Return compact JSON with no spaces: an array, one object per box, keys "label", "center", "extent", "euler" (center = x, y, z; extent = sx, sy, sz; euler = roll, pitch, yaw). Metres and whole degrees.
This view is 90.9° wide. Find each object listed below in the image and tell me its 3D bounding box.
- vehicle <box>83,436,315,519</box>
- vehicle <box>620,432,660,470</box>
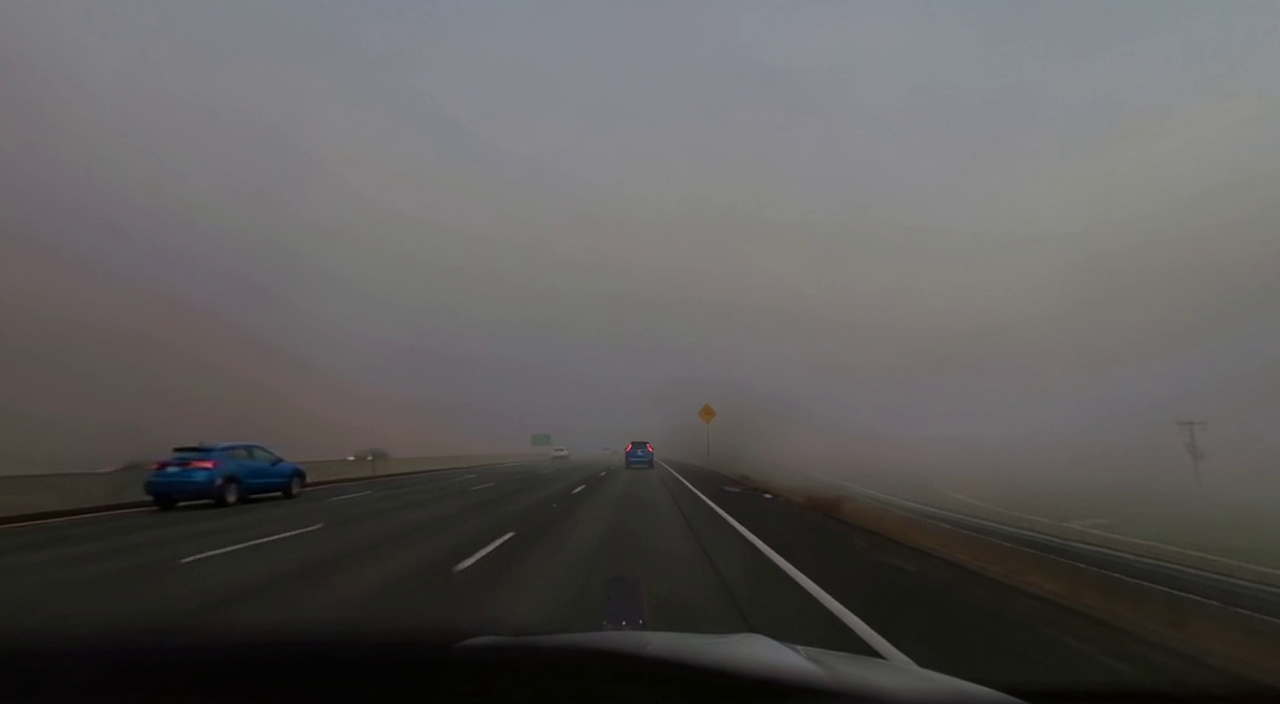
[{"label":"vehicle","center":[-10.287,2.930,15.366],"extent":[2.037,1.661,4.885],"euler":[0,-8,1]},{"label":"vehicle","center":[-0.007,6.007,38.390],"extent":[2.318,2.145,4.561],"euler":[0,-8,0]}]
